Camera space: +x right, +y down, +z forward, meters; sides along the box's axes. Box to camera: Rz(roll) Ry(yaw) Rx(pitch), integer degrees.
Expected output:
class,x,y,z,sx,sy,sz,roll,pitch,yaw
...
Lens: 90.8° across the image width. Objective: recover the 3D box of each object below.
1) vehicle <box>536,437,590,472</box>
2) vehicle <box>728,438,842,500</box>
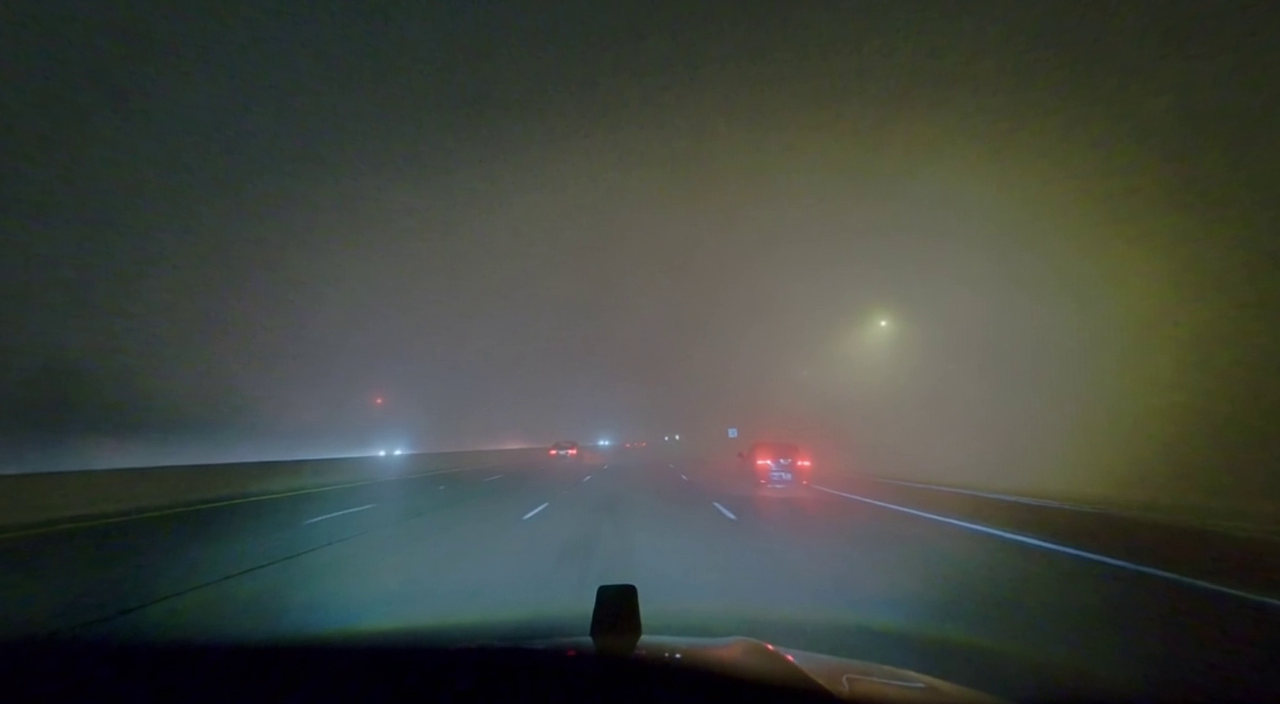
class,x,y,z,sx,sy,sz,roll,pitch,yaw
vehicle,-3.765,5.088,31.642,2.048,1.618,4.424,0,-9,1
vehicle,3.884,3.205,17.729,2.060,1.485,4.274,0,-9,-2
